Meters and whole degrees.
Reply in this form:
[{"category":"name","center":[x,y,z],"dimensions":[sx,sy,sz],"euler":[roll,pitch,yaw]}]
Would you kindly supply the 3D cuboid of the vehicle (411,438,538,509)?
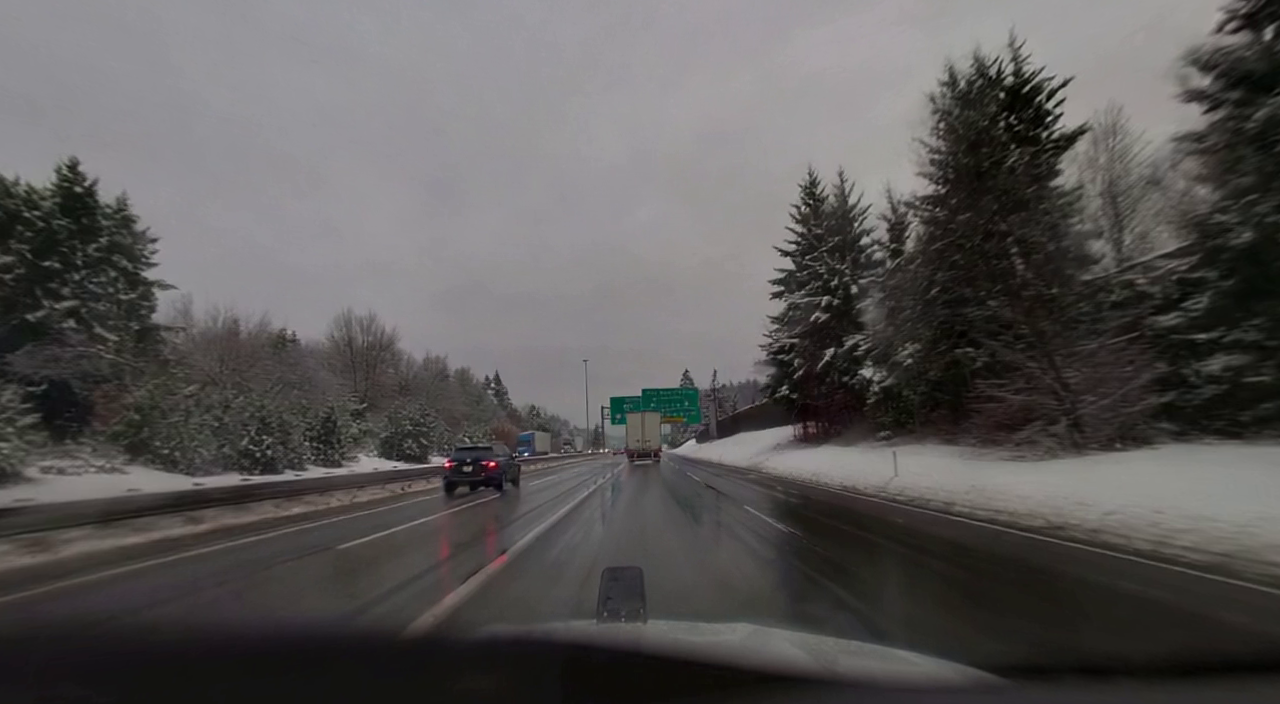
[{"category":"vehicle","center":[-3.998,3.004,16.099],"dimensions":[1.974,1.531,4.429],"euler":[0,-9,1]}]
